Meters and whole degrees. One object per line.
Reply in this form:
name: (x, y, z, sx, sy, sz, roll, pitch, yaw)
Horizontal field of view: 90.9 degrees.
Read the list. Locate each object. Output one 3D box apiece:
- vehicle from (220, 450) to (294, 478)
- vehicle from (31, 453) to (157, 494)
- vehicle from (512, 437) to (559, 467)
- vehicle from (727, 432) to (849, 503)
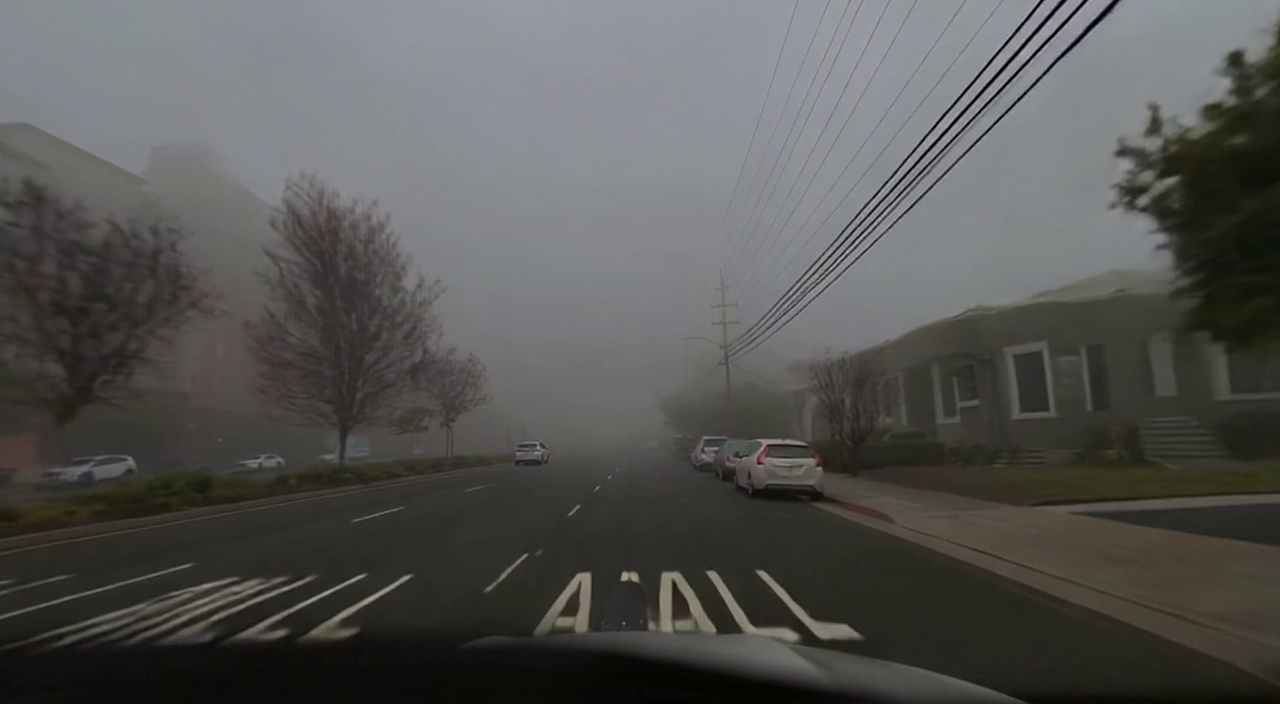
vehicle: (-25.707, 7.518, 42.534, 2.121, 1.699, 4.506, 0, -8, 1)
vehicle: (-25.743, 5.722, 29.993, 1.959, 1.707, 4.481, 0, -8, 0)
vehicle: (-6.274, 6.040, 38.259, 2.000, 1.671, 4.497, 0, -8, 1)
vehicle: (3.602, 2.901, 16.363, 2.048, 1.556, 4.753, 0, -8, 1)
